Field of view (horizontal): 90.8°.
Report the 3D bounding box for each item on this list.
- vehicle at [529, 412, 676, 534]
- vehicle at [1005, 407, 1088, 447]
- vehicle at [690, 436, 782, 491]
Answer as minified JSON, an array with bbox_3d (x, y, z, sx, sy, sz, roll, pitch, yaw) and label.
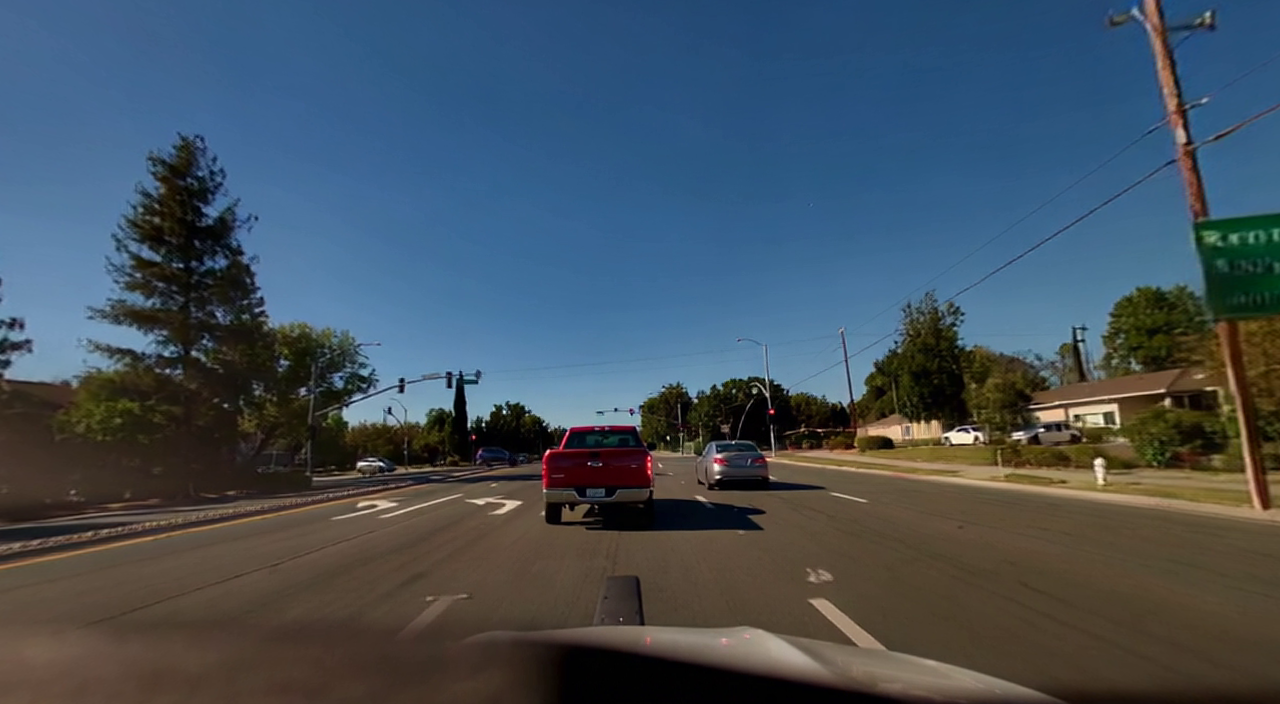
[{"bbox_3d":[-0.545,2.119,11.663,2.145,1.762,4.731,0,-8,0],"label":"vehicle"},{"bbox_3d":[30.311,5.686,47.289,2.892,2.881,4.178,2,-9,-16],"label":"vehicle"},{"bbox_3d":[2.823,3.392,19.630,2.073,1.484,4.437,0,-8,-1],"label":"vehicle"}]
